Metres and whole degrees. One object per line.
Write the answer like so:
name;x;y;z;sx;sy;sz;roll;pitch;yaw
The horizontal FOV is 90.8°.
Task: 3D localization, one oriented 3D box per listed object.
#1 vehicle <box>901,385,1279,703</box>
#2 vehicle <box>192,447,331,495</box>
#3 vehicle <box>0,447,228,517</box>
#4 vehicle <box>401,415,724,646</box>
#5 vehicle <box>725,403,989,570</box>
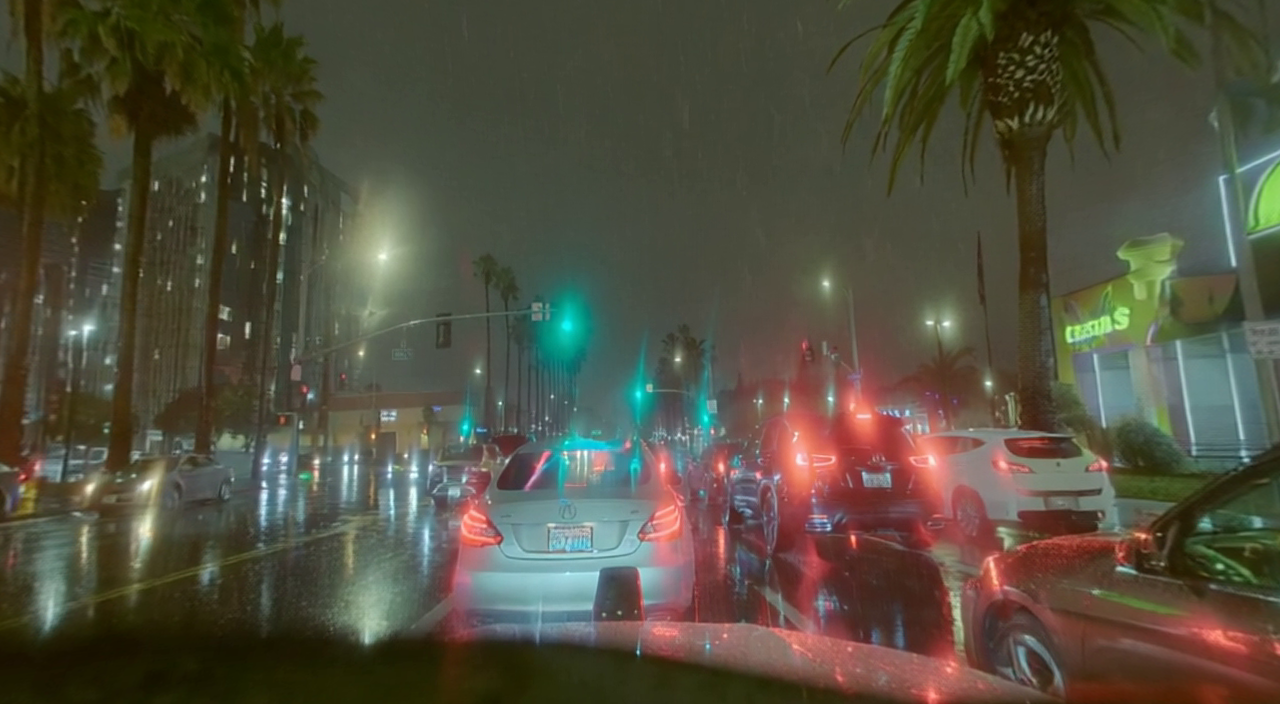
vehicle;2.620;0.812;1.481;2.085;1.469;4.458;0;-9;0
vehicle;-12.861;4.025;21.889;1.856;1.455;4.700;0;-9;0
vehicle;-12.857;3.142;15.928;1.870;1.475;4.531;0;-9;0
vehicle;-0.519;1.472;6.235;2.096;1.492;4.071;0;-9;0
vehicle;2.639;1.775;9.078;2.096;1.775;4.440;0;-9;-1
